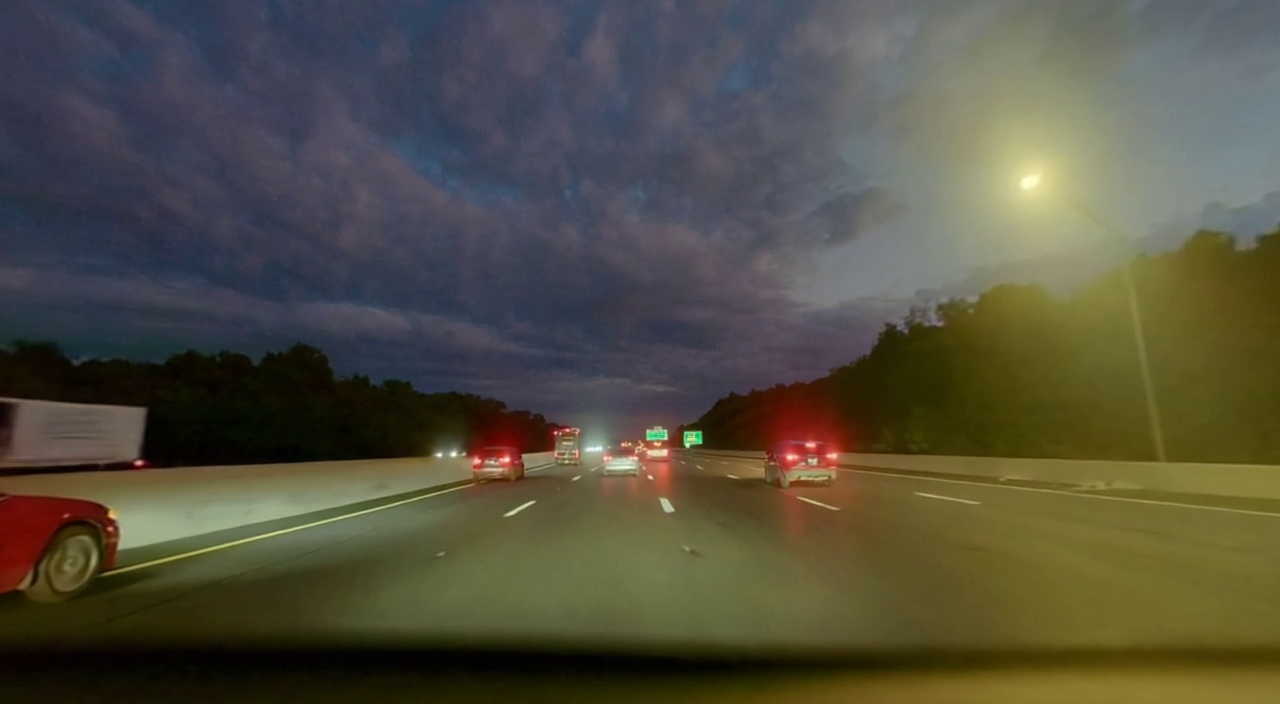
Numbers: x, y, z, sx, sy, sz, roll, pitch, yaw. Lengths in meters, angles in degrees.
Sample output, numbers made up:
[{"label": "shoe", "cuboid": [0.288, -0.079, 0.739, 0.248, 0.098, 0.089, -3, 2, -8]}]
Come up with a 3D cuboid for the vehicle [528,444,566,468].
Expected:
[{"label": "vehicle", "cuboid": [-5.809, 6.549, 39.720, 1.814, 1.417, 3.860, 0, -9, 0]}]

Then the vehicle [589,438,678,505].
[{"label": "vehicle", "cuboid": [-0.182, 2.892, 15.578, 1.940, 1.451, 3.512, 0, -9, -1]}]

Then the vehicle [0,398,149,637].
[{"label": "vehicle", "cuboid": [-5.398, 1.019, 3.511, 2.058, 1.626, 4.118, 0, -9, -2]}]

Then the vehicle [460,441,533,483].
[{"label": "vehicle", "cuboid": [-5.509, 4.263, 24.667, 1.892, 1.481, 4.180, 0, -9, -1]}]

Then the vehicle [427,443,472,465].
[{"label": "vehicle", "cuboid": [-14.645, 7.850, 48.616, 2.121, 1.609, 4.678, 0, -9, -1]}]
